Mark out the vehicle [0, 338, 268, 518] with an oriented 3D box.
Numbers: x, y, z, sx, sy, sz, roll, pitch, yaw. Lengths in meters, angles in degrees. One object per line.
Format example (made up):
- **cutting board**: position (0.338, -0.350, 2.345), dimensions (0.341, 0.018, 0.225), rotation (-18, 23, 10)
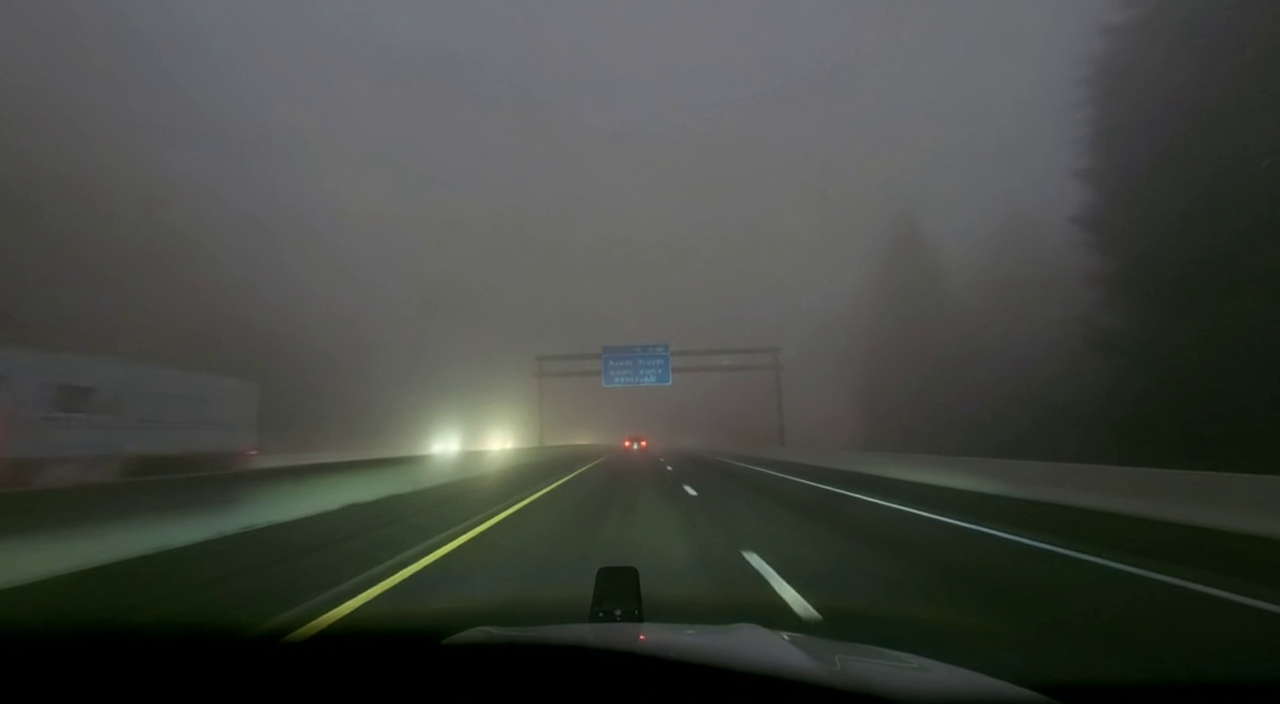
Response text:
- **vehicle**: position (-16.075, 2.188, 17.521), dimensions (2.911, 4.072, 14.044), rotation (0, -8, 0)
